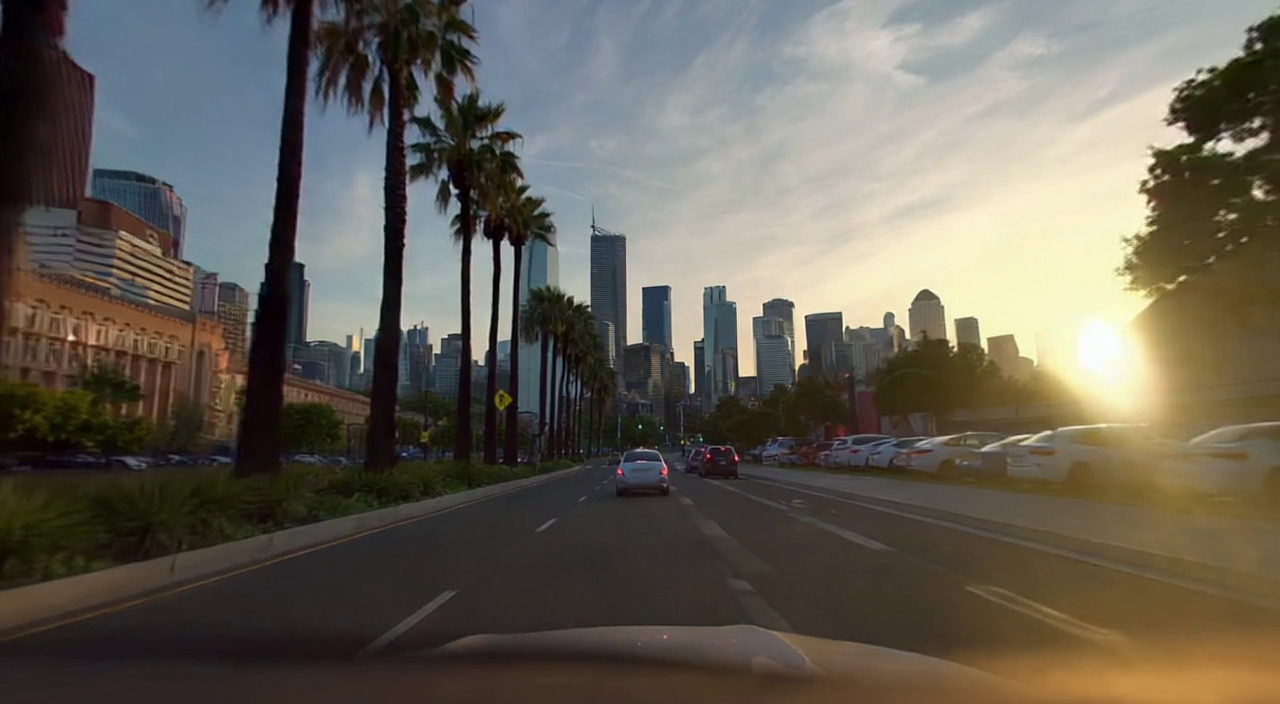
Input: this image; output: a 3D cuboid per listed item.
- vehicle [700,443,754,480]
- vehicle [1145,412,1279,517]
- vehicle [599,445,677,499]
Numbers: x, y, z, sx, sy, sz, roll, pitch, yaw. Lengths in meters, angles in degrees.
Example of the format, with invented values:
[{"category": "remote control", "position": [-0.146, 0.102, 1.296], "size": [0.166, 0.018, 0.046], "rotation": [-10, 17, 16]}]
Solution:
[{"category": "vehicle", "position": [4.460, 5.688, 33.119], "size": [2.136, 1.774, 4.778], "rotation": [0, -8, 0]}, {"category": "vehicle", "position": [12.950, 2.096, 11.997], "size": [4.696, 1.776, 2.253], "rotation": [0, -8, -2]}, {"category": "vehicle", "position": [-0.030, 3.773, 20.171], "size": [2.235, 1.528, 3.876], "rotation": [0, -8, 1]}]
